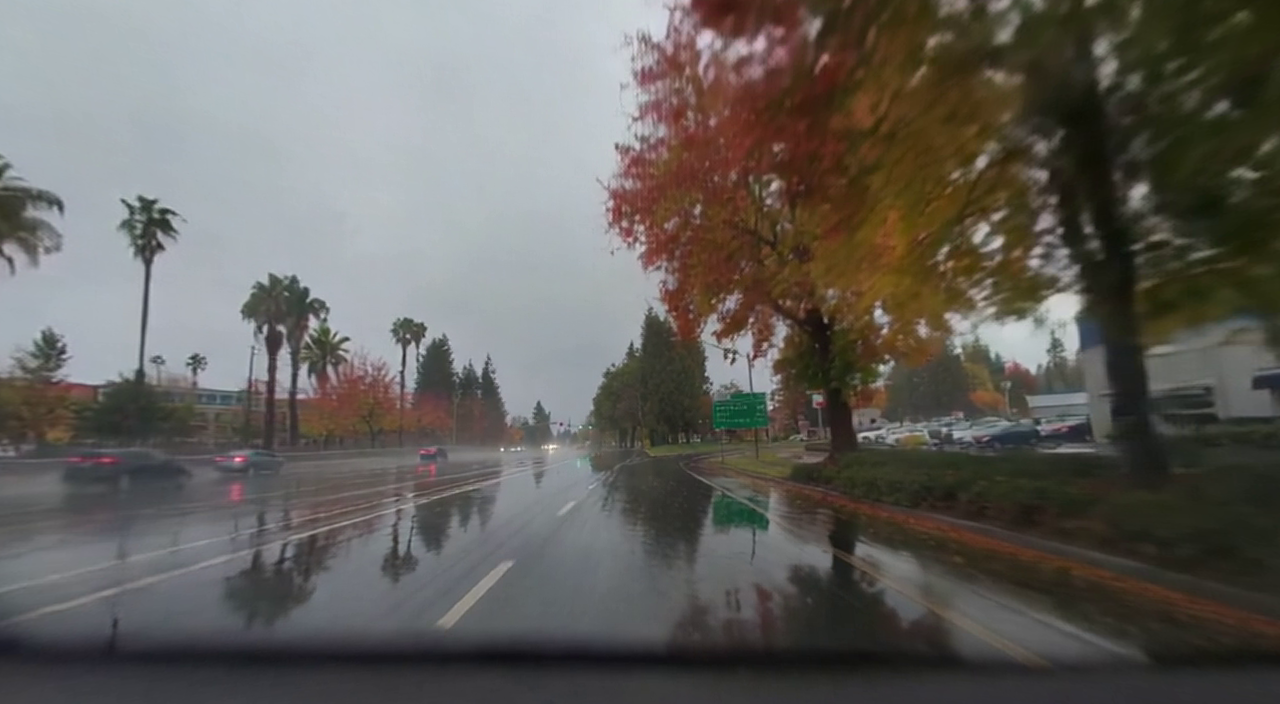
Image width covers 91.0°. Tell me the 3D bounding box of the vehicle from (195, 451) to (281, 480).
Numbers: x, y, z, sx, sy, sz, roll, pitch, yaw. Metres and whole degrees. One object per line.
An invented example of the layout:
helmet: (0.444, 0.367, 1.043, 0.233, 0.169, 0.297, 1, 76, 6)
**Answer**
vehicle: (-22.891, 6.478, 36.098, 1.903, 1.510, 4.569, 0, -9, 0)

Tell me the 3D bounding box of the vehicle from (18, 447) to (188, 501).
vehicle: (-18.817, 4.238, 22.426, 2.086, 1.706, 4.412, 0, -9, 1)
